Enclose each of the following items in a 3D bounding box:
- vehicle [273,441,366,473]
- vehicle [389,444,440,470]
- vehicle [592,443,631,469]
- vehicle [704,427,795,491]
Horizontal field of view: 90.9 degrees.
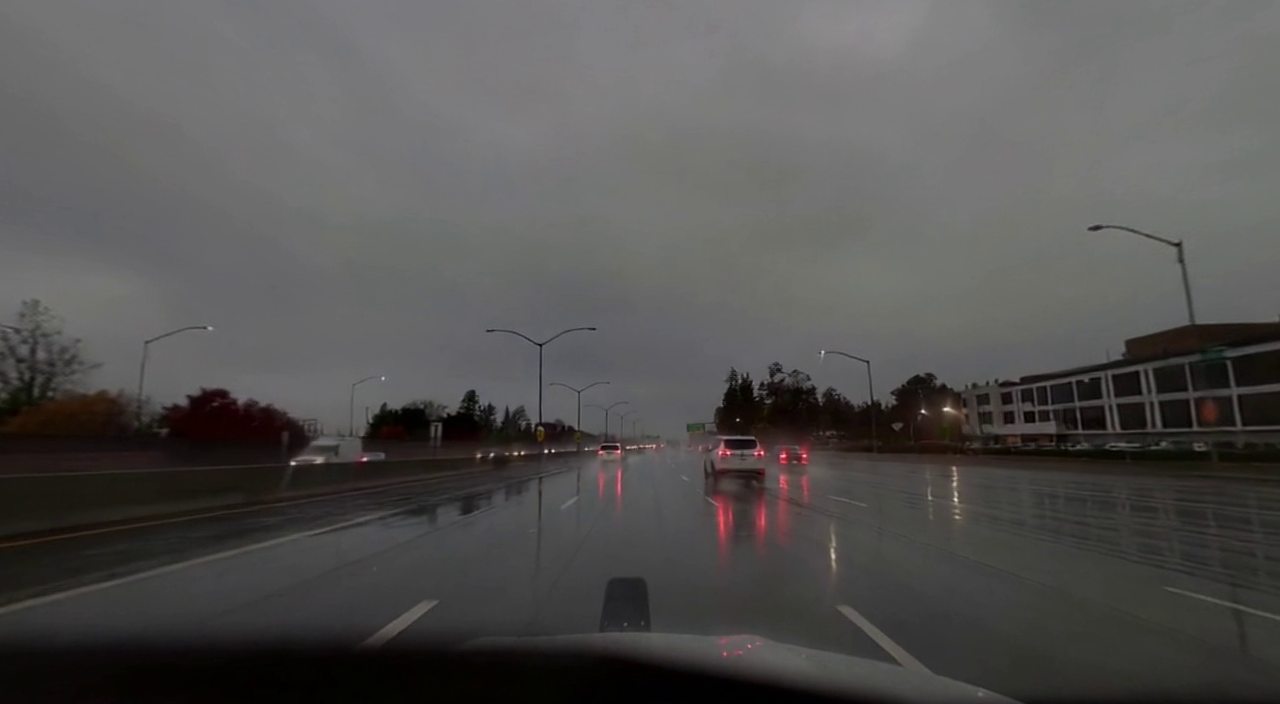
[{"bbox_3d":[-18.693,6.138,37.154,2.451,1.688,5.617,0,-9,1],"label":"vehicle"},{"bbox_3d":[-12.365,5.752,34.715,1.444,1.317,3.299,-1,-8,2],"label":"vehicle"},{"bbox_3d":[-1.706,6.442,39.242,2.080,1.542,4.718,-1,-8,2],"label":"vehicle"},{"bbox_3d":[3.487,3.517,21.070,2.148,1.852,4.835,0,-8,0],"label":"vehicle"}]
